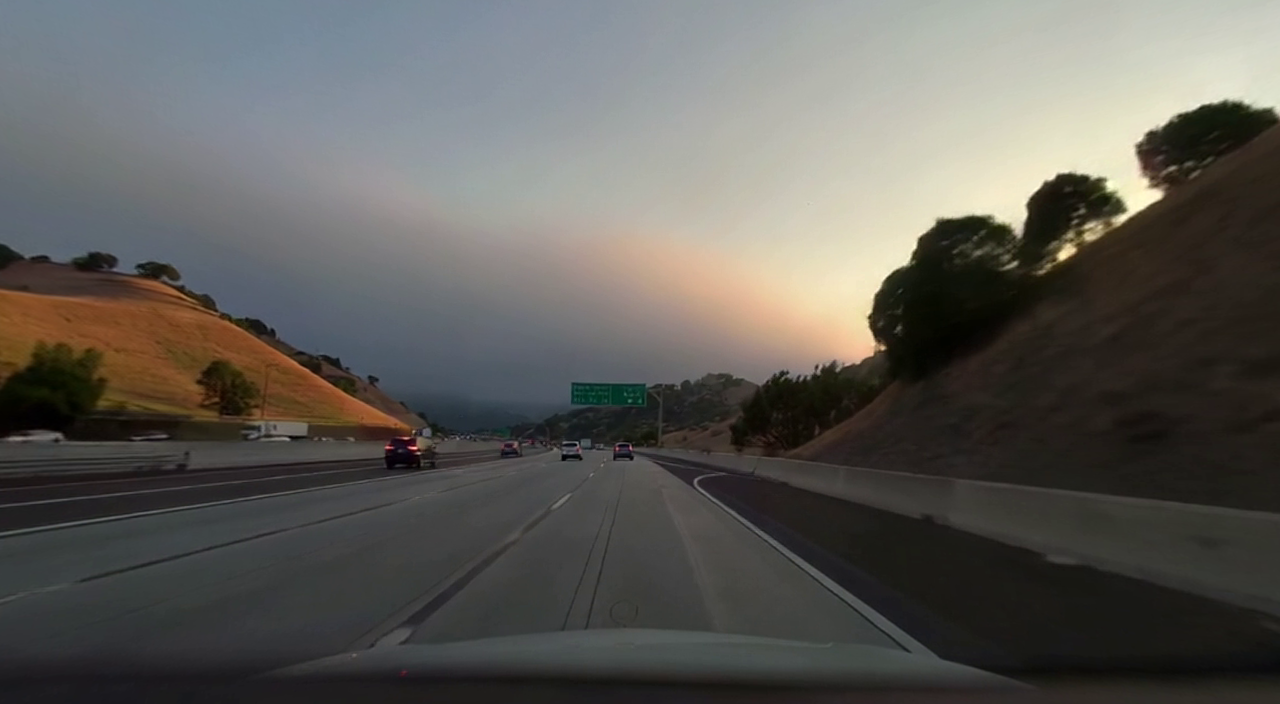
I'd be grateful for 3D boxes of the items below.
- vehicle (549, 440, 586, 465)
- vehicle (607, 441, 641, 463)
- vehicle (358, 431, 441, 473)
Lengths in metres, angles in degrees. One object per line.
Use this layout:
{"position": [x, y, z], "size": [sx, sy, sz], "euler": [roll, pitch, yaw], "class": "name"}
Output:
{"position": [-4.949, 6.909, 43.557], "size": [2.060, 1.631, 4.214], "euler": [0, -8, -1], "class": "vehicle"}
{"position": [-1.196, 7.389, 46.691], "size": [2.421, 1.594, 4.248], "euler": [0, -8, -2], "class": "vehicle"}
{"position": [-11.970, 5.013, 31.731], "size": [2.219, 1.923, 4.985], "euler": [0, -8, -1], "class": "vehicle"}
